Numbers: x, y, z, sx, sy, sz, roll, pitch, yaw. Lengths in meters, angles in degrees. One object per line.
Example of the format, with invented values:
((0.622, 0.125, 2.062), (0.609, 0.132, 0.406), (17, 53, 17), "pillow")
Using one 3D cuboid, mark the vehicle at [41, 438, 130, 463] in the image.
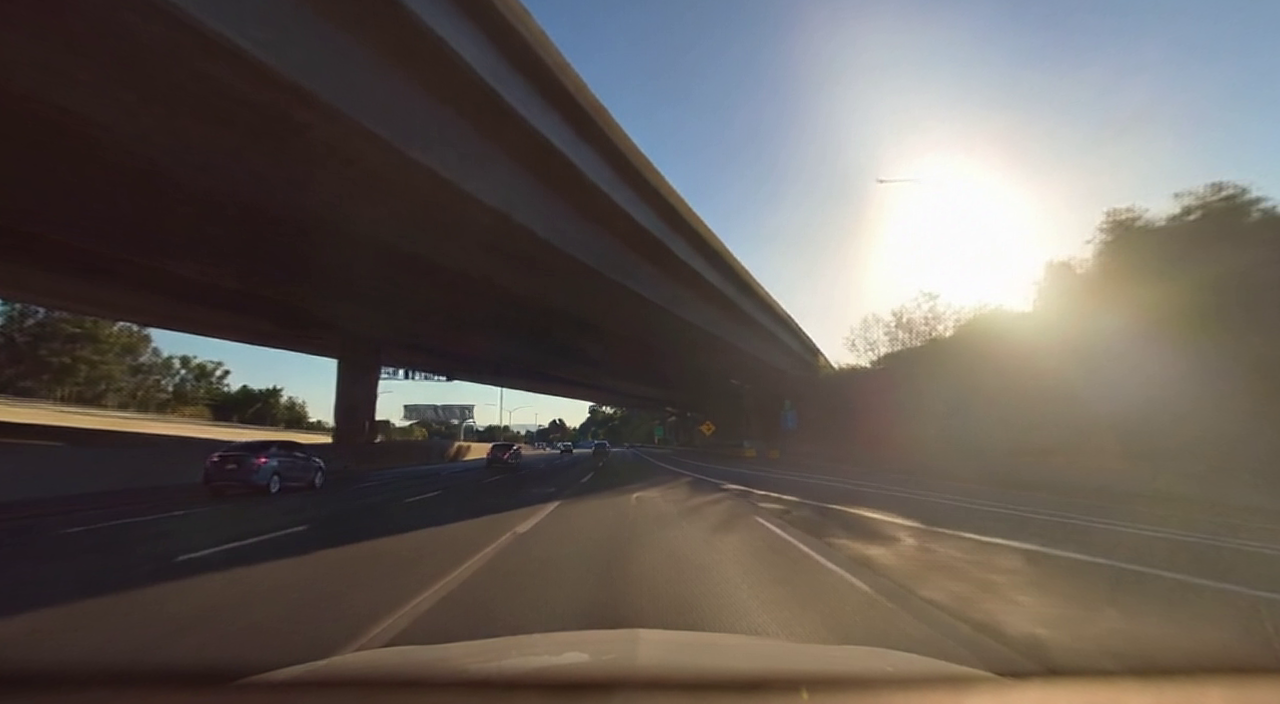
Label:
((-33.688, 5.992, 38.544), (1.826, 1.434, 4.032), (0, -8, -2), "vehicle")
